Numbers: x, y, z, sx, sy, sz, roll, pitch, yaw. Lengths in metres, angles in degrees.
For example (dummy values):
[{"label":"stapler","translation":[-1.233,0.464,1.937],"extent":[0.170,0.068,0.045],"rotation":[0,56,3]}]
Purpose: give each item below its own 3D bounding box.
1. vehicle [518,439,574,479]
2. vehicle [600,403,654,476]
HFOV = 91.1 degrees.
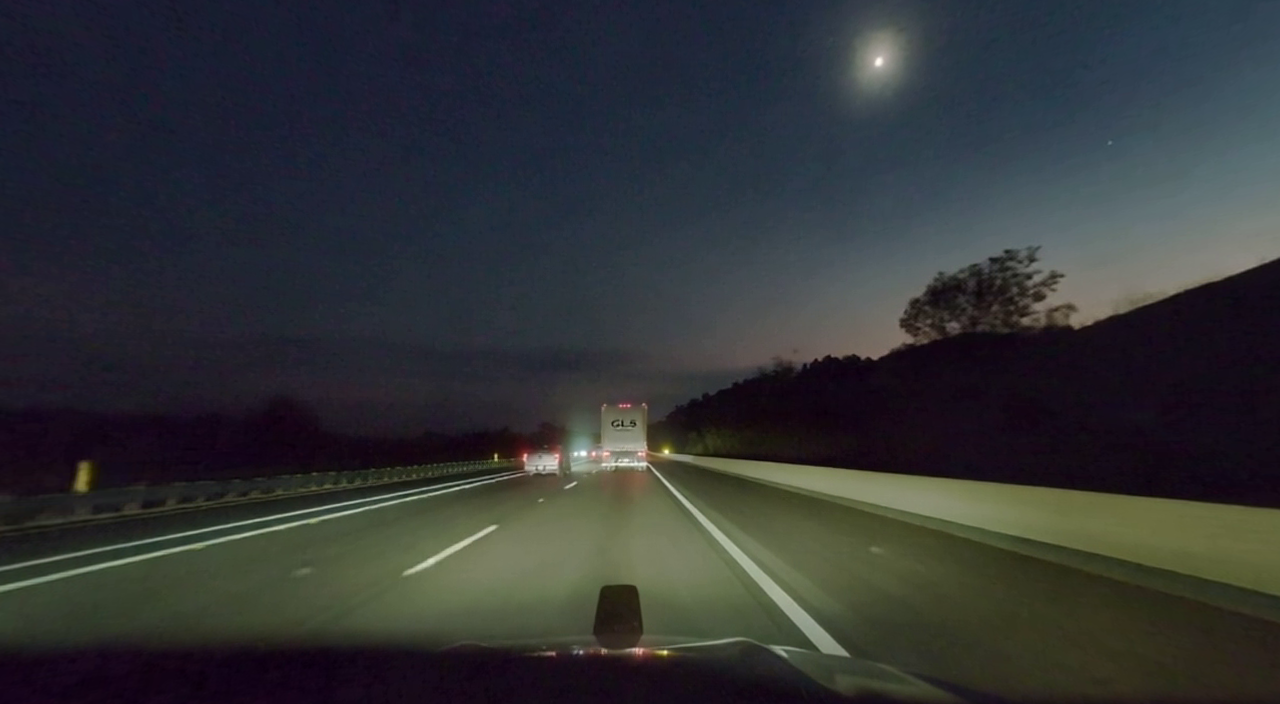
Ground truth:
[{"label":"vehicle","translation":[-4.891,5.694,33.601],"extent":[2.226,1.935,5.130],"rotation":[0,-9,0]},{"label":"vehicle","translation":[-0.822,5.554,39.437],"extent":[2.923,4.007,9.760],"rotation":[0,-9,-1]}]
